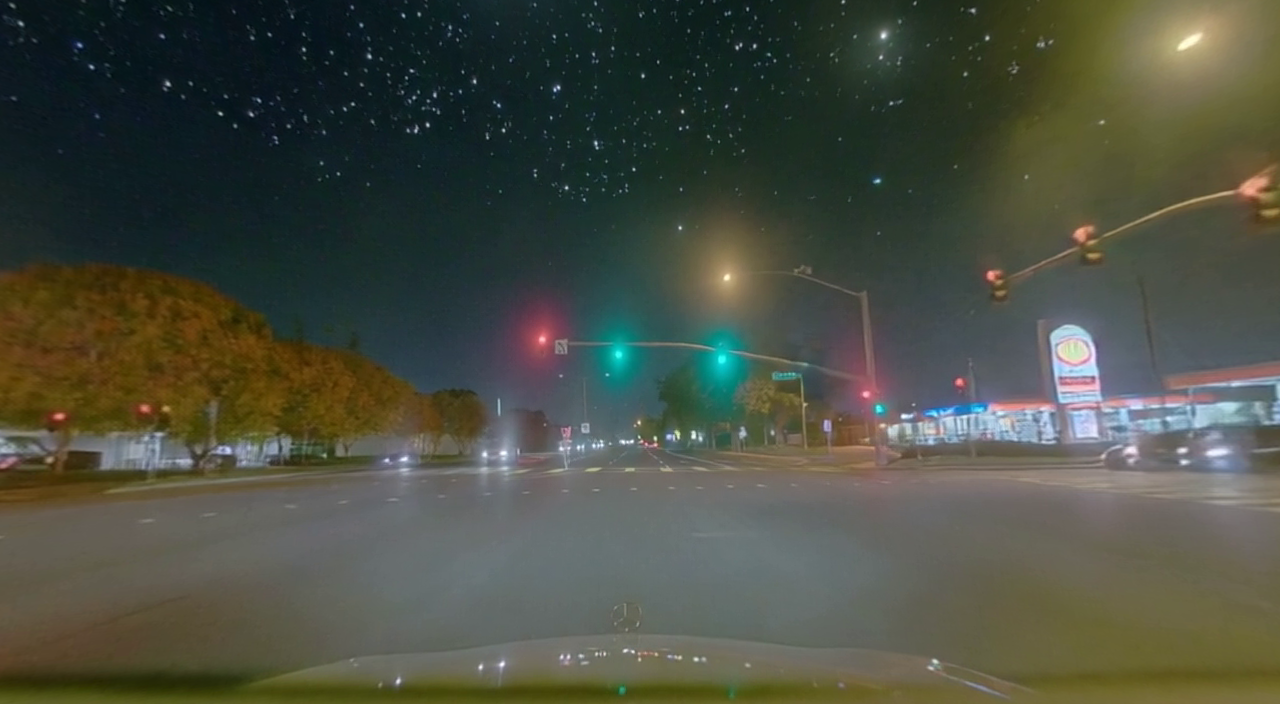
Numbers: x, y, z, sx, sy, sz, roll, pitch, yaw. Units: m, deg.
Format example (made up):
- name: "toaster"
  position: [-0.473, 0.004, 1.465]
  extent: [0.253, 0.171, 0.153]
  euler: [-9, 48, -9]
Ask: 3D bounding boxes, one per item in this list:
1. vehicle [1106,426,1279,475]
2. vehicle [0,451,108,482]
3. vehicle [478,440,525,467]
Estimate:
- name: "vehicle"
  position: [18.329, 3.203, 20.619]
  extent: [4.533, 1.485, 1.916]
  euler: [-3, -9, 19]
- name: "vehicle"
  position: [-38.898, 7.475, 41.496]
  extent: [5.871, 1.874, 2.157]
  euler: [7, -11, -39]
- name: "vehicle"
  position: [-8.572, 6.318, 39.323]
  extent: [1.913, 1.478, 4.312]
  euler: [-4, -9, 0]
